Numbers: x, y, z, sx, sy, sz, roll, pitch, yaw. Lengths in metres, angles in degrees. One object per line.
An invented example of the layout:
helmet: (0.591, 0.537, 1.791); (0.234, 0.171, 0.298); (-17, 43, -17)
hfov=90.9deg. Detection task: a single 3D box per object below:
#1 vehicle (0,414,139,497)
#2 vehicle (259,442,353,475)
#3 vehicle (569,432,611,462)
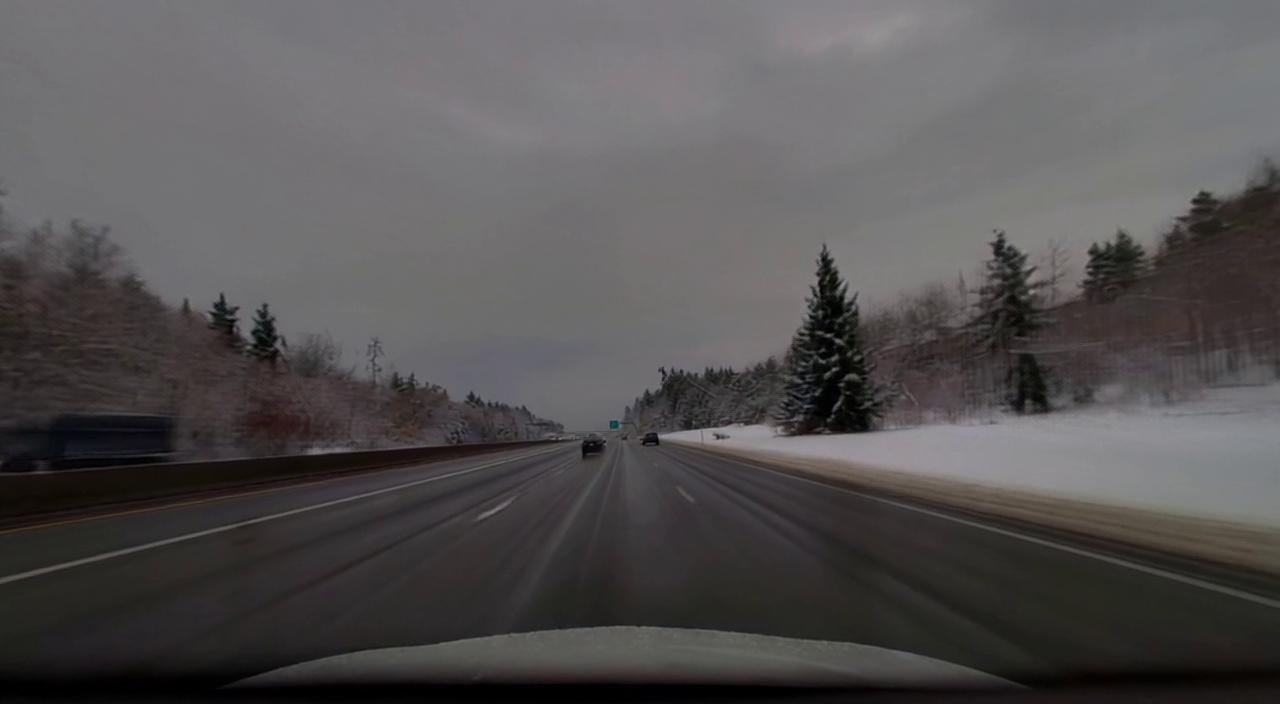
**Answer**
vehicle: (-24.290, 4.058, 25.207); (2.494, 2.936, 7.295); (0, -8, -1)
vehicle: (-16.970, 5.427, 32.402); (2.226, 1.464, 5.149); (0, -7, -3)
vehicle: (-2.550, 4.982, 33.205); (2.000, 1.491, 3.913); (0, -8, -1)
